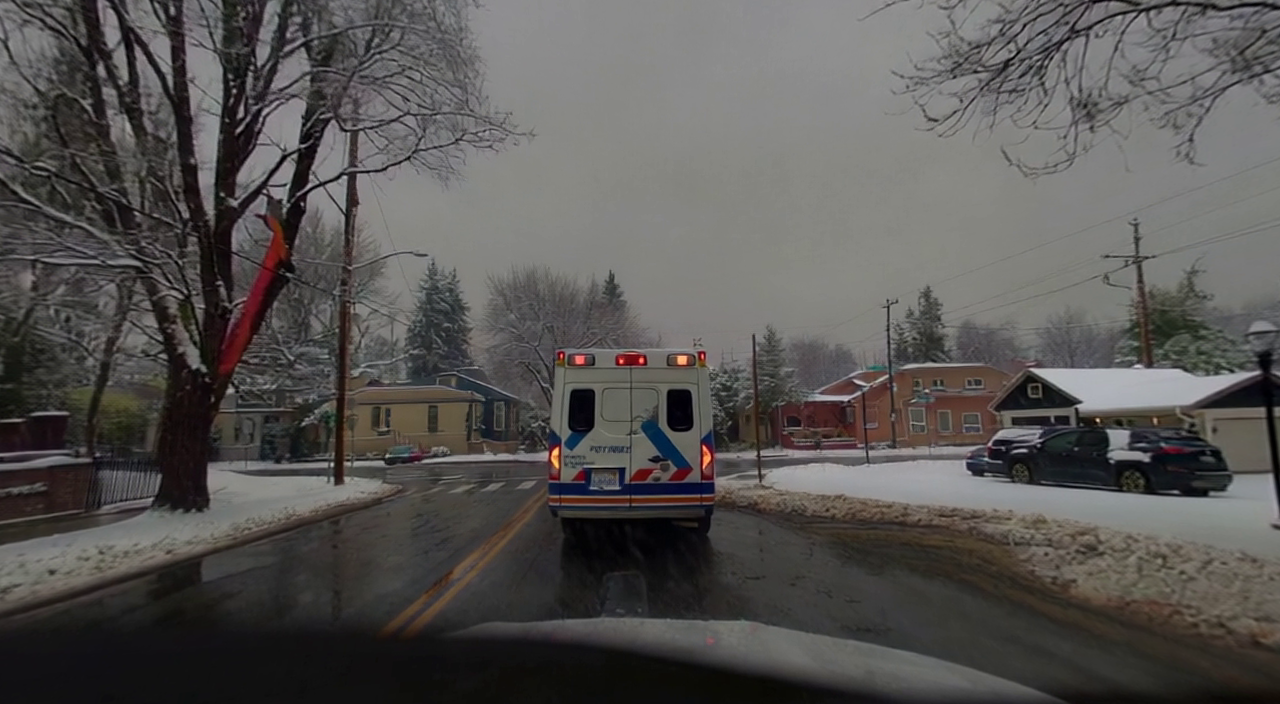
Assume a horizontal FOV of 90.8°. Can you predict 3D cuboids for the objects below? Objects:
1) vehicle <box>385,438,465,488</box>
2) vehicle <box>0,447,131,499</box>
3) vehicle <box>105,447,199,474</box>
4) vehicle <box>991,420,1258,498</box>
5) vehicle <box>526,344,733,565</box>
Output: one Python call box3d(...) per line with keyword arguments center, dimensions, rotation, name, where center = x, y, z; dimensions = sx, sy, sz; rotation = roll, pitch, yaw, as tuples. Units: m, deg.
box3d(center=(-8.695, 4.363, 25.267), dimensions=(2.290, 1.776, 4.947), rotation=(4, -9, -26), name="vehicle")
box3d(center=(-18.857, 3.711, 19.574), dimensions=(4.412, 1.468, 1.914), rotation=(0, -8, -2), name="vehicle")
box3d(center=(-33.302, 7.388, 43.247), dimensions=(4.616, 1.738, 1.974), rotation=(3, -9, -21), name="vehicle")
box3d(center=(13.125, 2.950, 17.596), dimensions=(5.270, 1.966, 2.329), rotation=(-2, -8, 11), name="vehicle")
box3d(center=(-0.153, 1.602, 10.383), dimensions=(2.444, 2.640, 5.482), rotation=(0, -8, 0), name="vehicle")
